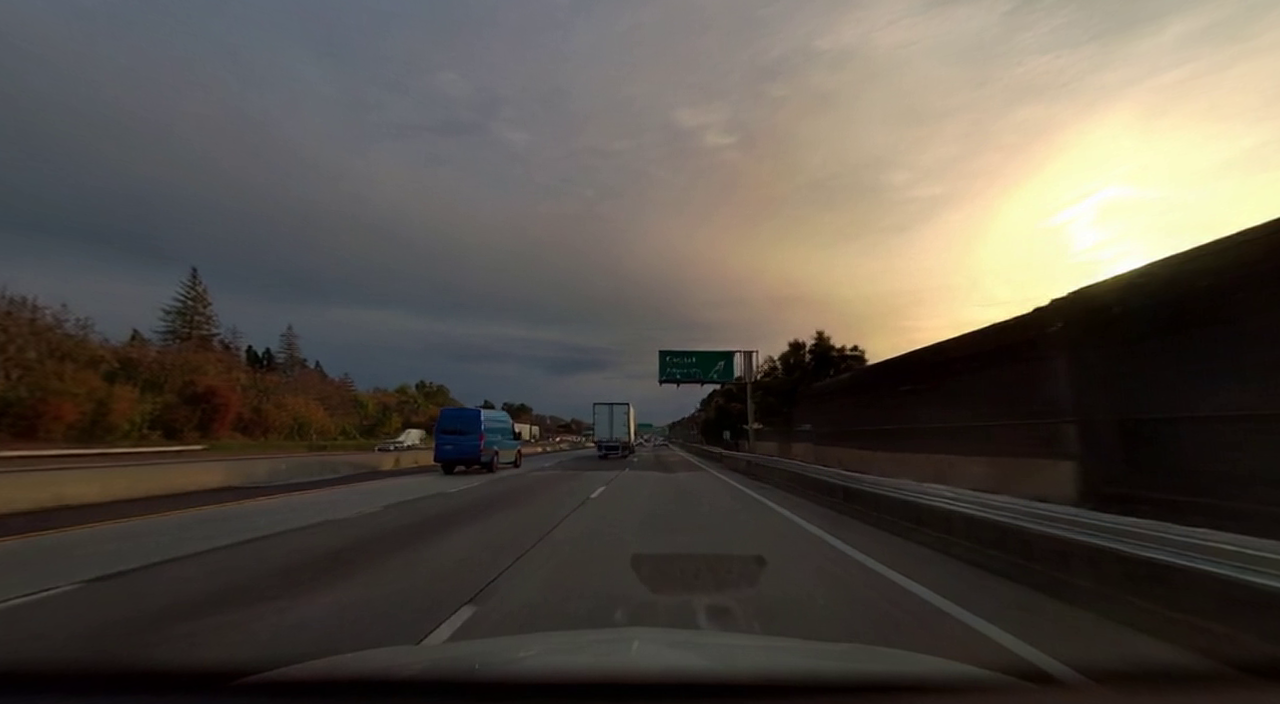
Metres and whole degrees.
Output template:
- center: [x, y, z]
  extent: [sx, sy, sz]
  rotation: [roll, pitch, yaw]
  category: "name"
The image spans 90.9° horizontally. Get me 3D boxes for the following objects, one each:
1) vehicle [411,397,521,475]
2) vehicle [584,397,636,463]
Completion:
- center: [-6.836, 3.445, 25.861]
  extent: [2.396, 2.763, 6.935]
  rotation: [0, -8, 1]
  category: "vehicle"
- center: [-1.968, 5.552, 44.665]
  extent: [3.173, 4.185, 8.360]
  rotation: [0, -8, 0]
  category: "vehicle"
